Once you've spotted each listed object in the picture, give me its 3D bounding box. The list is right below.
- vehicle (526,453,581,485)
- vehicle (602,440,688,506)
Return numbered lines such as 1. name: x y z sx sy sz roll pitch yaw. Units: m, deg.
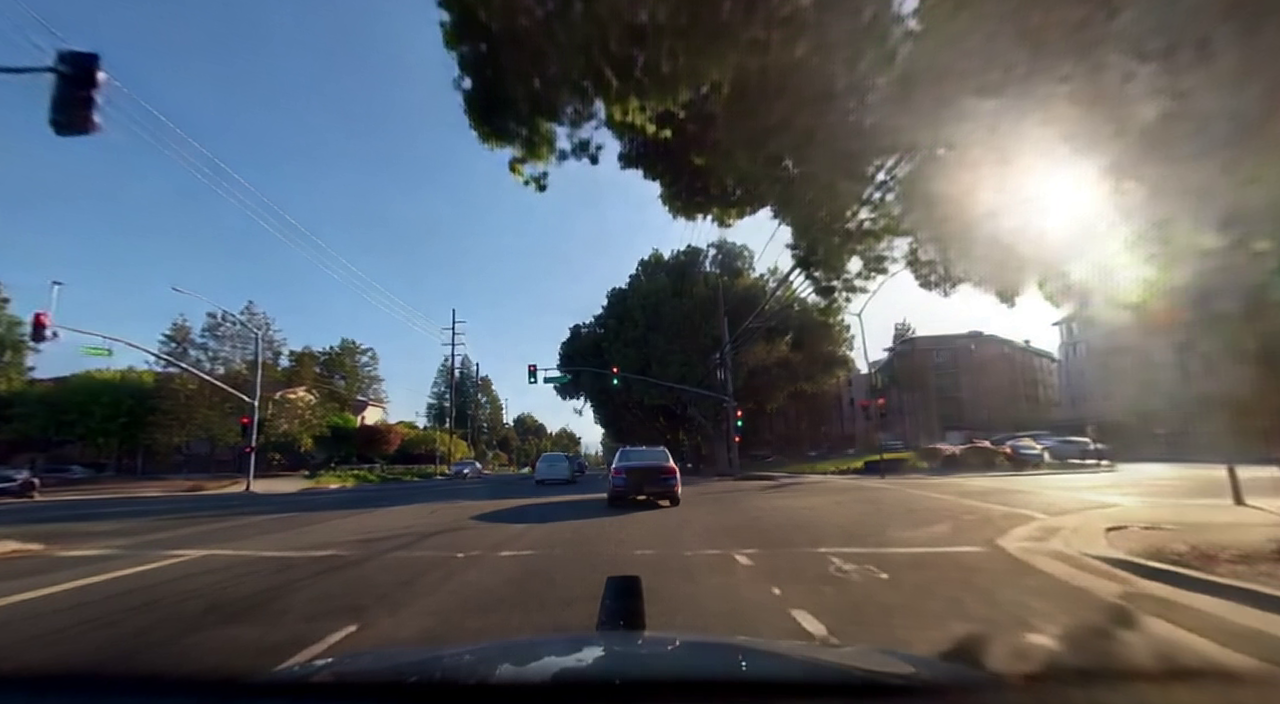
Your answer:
1. vehicle: -4.285 5.872 32.024 2.153 1.474 4.284 0 -9 0
2. vehicle: 0.093 3.356 17.971 2.156 1.636 3.923 0 -9 -1
